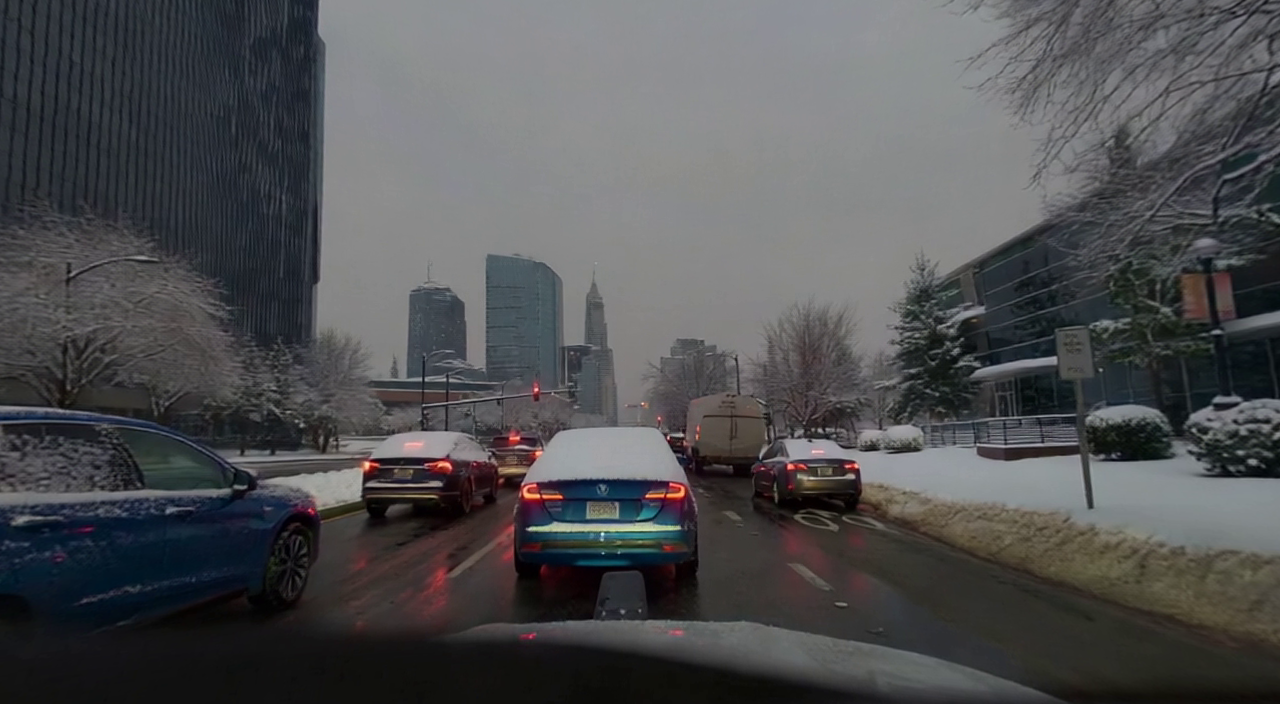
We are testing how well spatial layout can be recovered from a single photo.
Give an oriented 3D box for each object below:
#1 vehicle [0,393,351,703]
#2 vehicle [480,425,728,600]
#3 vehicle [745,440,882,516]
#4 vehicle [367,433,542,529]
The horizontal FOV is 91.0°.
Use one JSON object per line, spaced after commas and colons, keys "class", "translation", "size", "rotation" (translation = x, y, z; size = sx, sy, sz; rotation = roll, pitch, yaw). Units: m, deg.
{"class": "vehicle", "translation": [-3.553, 1.076, 3.500], "size": [1.933, 1.520, 4.195], "rotation": [0, -9, -1]}
{"class": "vehicle", "translation": [-0.258, 1.741, 7.782], "size": [2.174, 1.509, 4.374], "rotation": [0, -9, 2]}
{"class": "vehicle", "translation": [3.853, 2.855, 14.836], "size": [1.940, 1.514, 4.187], "rotation": [0, -9, -1]}
{"class": "vehicle", "translation": [-3.340, 2.416, 12.422], "size": [2.044, 1.508, 4.479], "rotation": [0, -9, 1]}
